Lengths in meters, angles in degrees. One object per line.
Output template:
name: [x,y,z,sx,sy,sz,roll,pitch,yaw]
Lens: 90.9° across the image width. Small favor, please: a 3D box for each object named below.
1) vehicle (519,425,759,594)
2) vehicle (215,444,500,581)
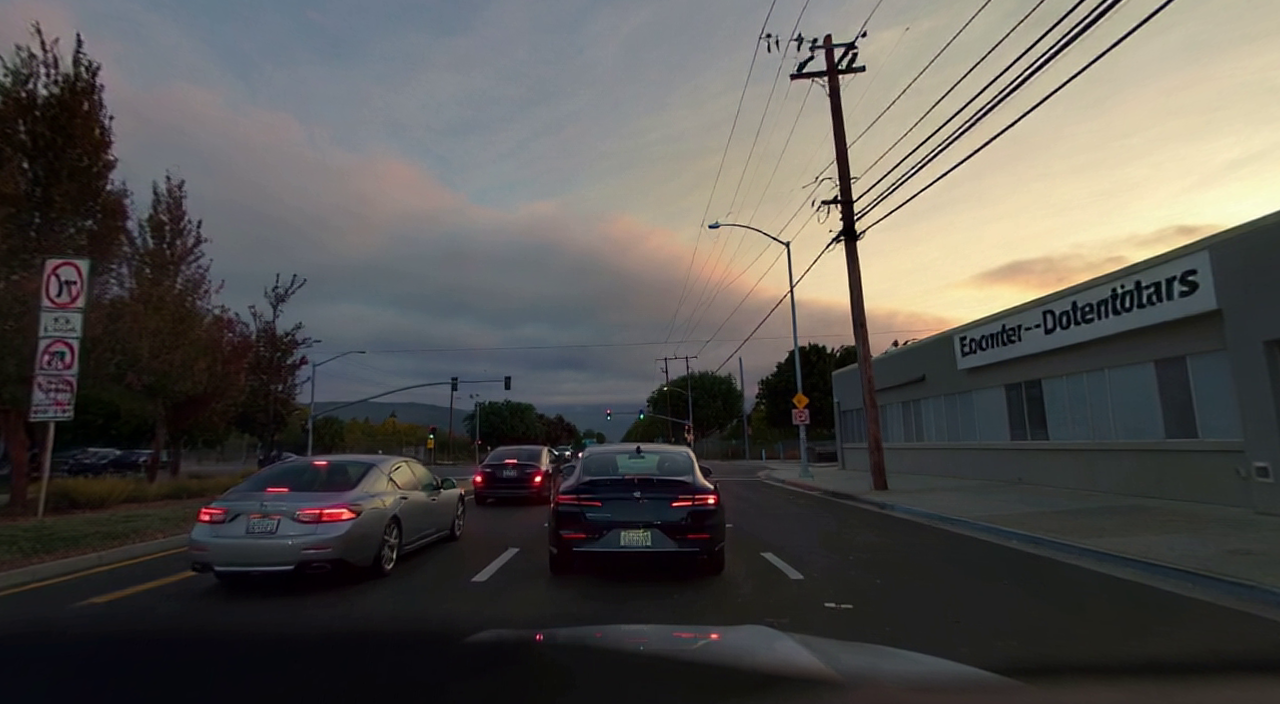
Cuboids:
vehicle: [-0.016,1.683,7.577,2.101,1.469,3.955,0,-9,0]
vehicle: [-3.212,1.871,8.206,1.765,1.319,4.013,0,-9,2]
